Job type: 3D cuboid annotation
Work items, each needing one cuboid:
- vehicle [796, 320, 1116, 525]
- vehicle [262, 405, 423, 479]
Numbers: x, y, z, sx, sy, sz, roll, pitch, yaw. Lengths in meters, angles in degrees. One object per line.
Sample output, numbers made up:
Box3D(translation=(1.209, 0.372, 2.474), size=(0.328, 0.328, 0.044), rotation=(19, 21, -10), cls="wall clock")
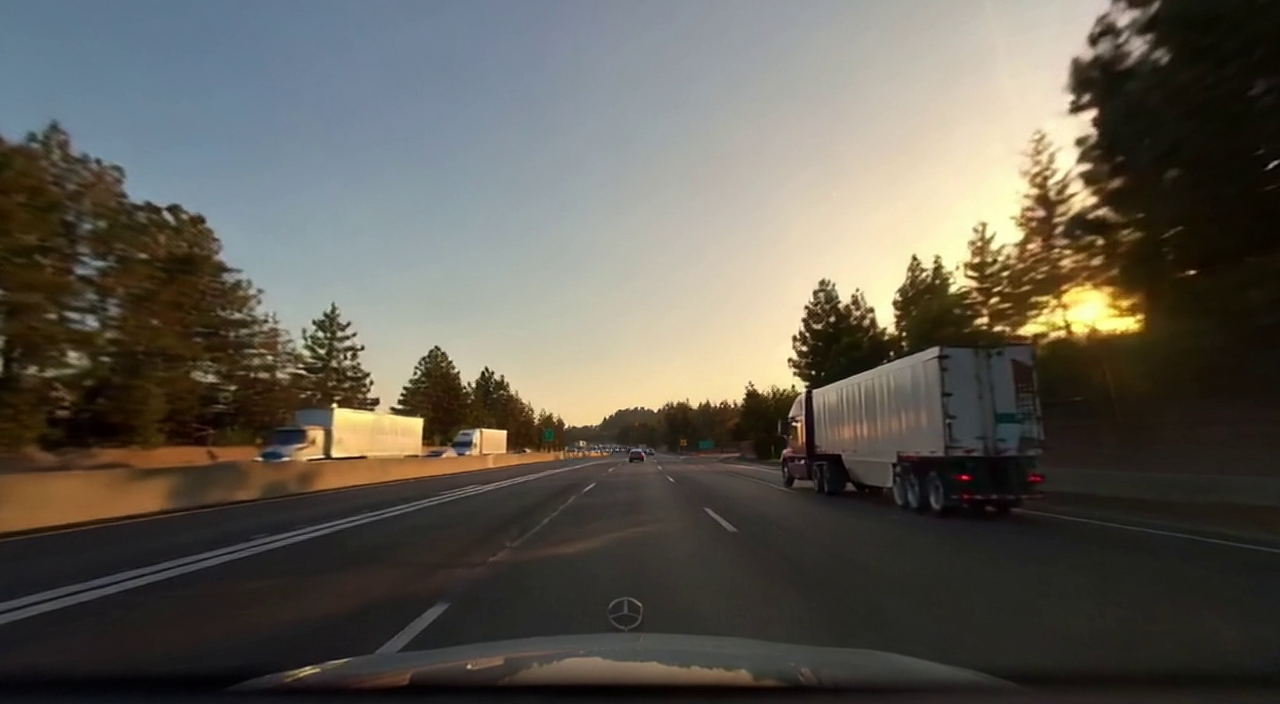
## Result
Box3D(translation=(6.935, 2.013, 16.566), size=(2.821, 3.681, 10.415), rotation=(0, -9, -1), cls="vehicle")
Box3D(translation=(-19.354, 6.219, 43.315), size=(2.946, 4.056, 16.865), rotation=(0, -9, 0), cls="vehicle")
